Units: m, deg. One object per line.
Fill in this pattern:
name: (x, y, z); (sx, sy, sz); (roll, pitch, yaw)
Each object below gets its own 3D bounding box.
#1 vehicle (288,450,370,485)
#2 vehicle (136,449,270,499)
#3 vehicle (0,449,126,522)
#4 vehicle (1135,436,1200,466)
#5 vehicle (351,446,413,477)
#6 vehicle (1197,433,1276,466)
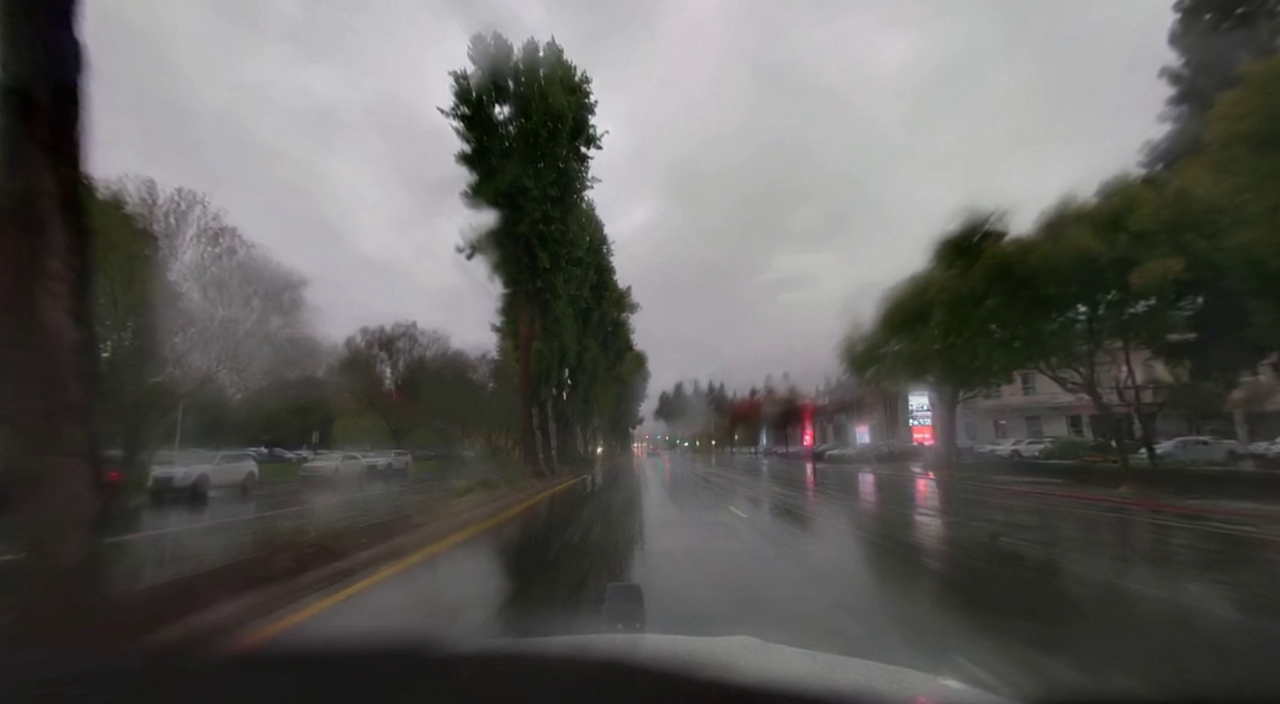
vehicle: (-16.638, 6.167, 34.099); (1.944, 1.669, 4.613); (0, -8, 1)
vehicle: (-16.624, 4.610, 24.378); (1.898, 1.661, 4.471); (0, -8, 1)
vehicle: (-16.480, 3.406, 16.359); (2.191, 1.696, 4.812); (0, -8, 1)
vehicle: (27.075, 5.029, 32.371); (3.644, 1.407, 1.718); (6, -10, -38)
vehicle: (-16.840, 7.138, 41.498); (1.993, 1.887, 4.722); (0, -8, 0)
vehicle: (28.821, 4.683, 30.483); (4.049, 1.473, 2.026); (6, -10, -37)
